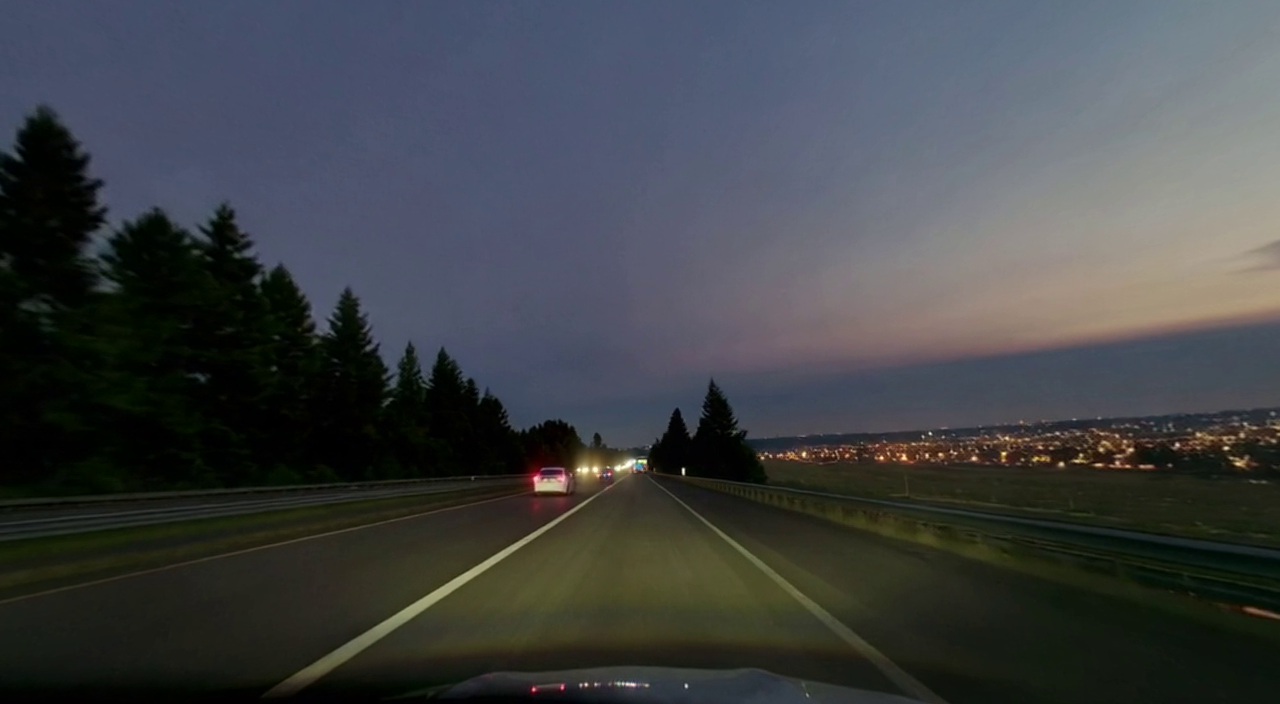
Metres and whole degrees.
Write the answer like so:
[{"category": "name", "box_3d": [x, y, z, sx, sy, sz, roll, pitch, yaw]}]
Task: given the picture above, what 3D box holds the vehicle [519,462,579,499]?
[{"category": "vehicle", "box_3d": [-4.144, 5.959, 29.380, 2.040, 1.525, 4.603, 1, -11, 1]}]
